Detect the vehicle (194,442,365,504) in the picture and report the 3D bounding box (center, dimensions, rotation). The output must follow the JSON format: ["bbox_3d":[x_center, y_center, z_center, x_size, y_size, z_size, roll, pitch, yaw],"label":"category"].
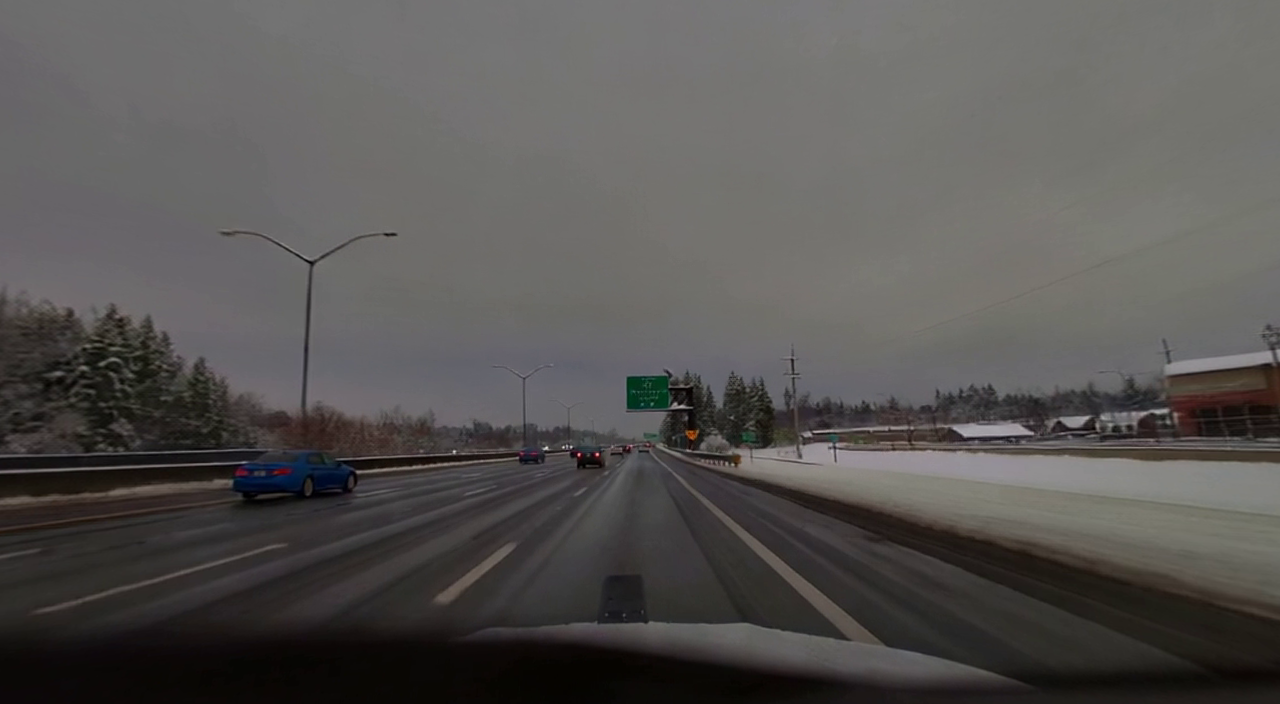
[{"bbox_3d":[-10.069,3.386,18.212,2.002,1.526,4.822,0,-8,1],"label":"vehicle"}]

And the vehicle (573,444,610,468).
[{"bbox_3d":[-3.107,6.835,41.608,2.050,1.479,4.342,0,-8,1],"label":"vehicle"}]
